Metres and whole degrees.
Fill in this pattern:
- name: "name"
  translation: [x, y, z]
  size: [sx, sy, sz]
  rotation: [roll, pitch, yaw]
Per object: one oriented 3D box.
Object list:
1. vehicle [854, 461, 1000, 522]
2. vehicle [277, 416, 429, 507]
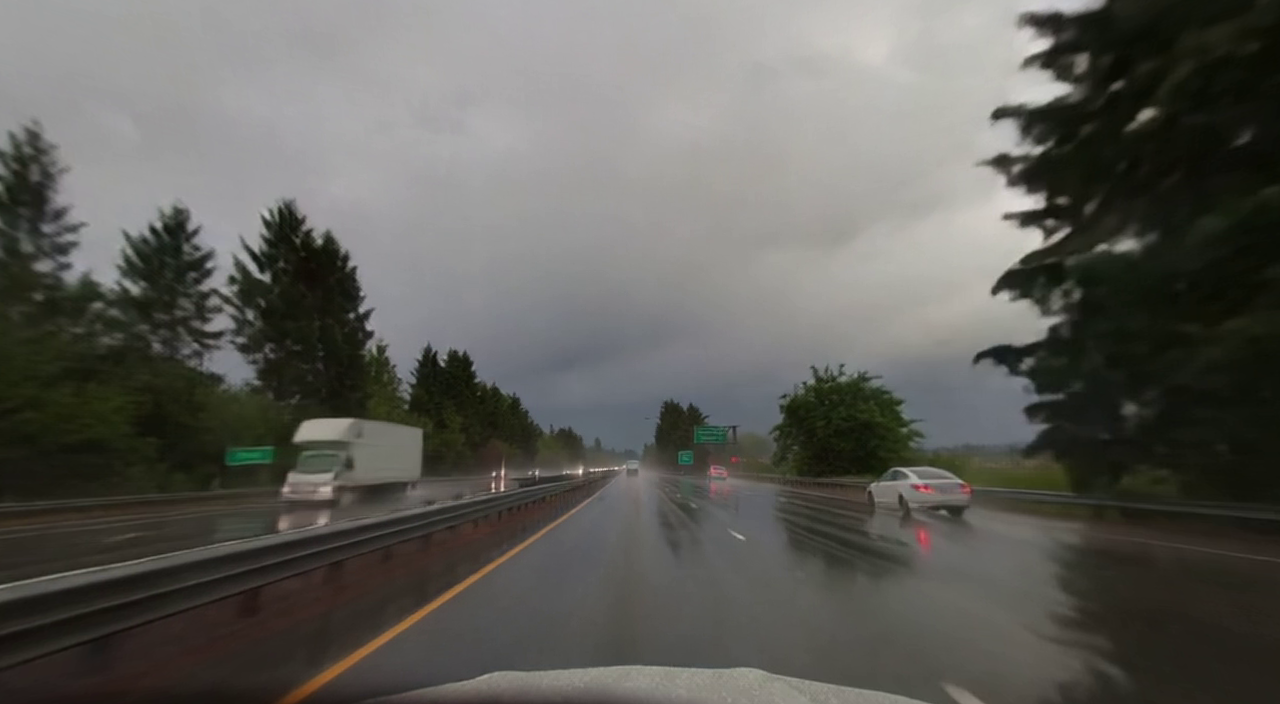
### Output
- name: "vehicle"
  translation: [7.951, 3.898, 17.988]
  size: [2.024, 1.476, 4.352]
  rotation: [1, -11, -1]
- name: "vehicle"
  translation: [-13.508, 5.413, 30.938]
  size: [3.015, 3.755, 9.107]
  rotation: [1, -11, 0]
